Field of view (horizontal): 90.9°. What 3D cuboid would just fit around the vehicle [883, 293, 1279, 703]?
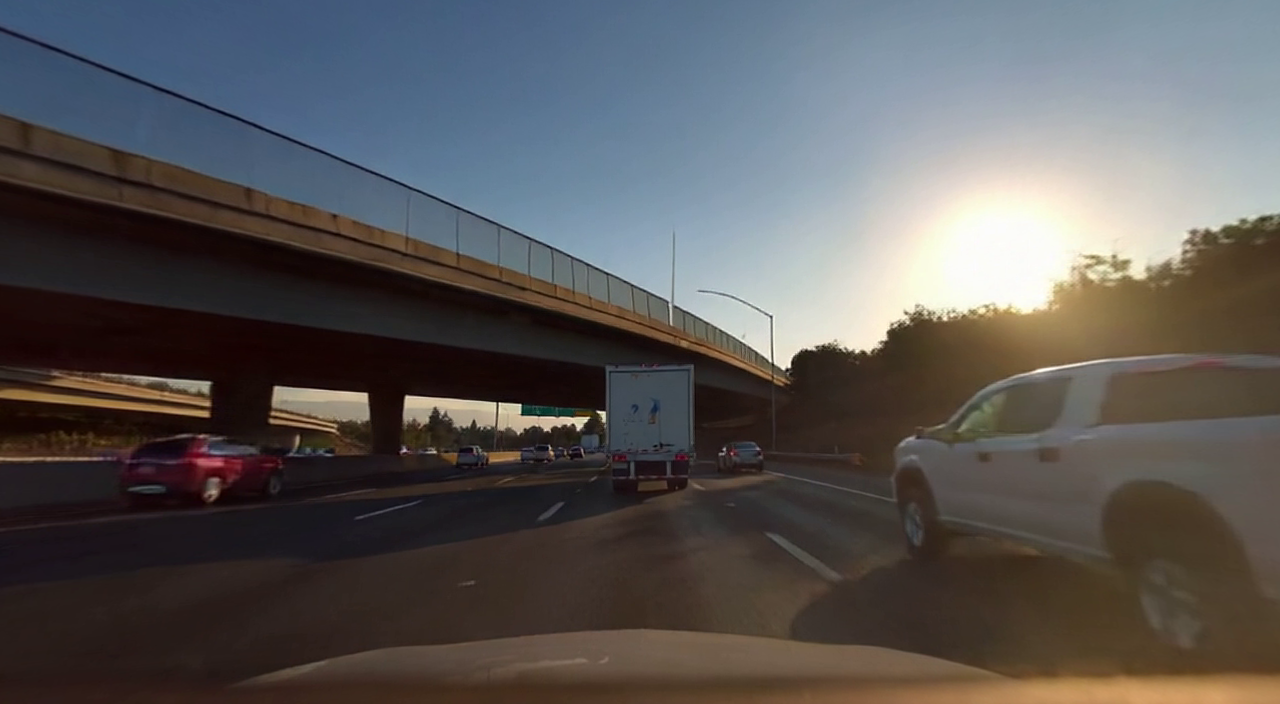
[{"bbox_3d":[4.017,1.026,4.913,2.174,1.968,5.016,0,-9,0],"label":"vehicle"}]

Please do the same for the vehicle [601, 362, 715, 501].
[{"bbox_3d":[0.236,2.845,21.734,2.916,3.584,10.841,0,-9,-2],"label":"vehicle"}]

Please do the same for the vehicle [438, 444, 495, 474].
[{"bbox_3d":[-11.029,6.816,40.534,2.217,1.797,5.226,0,-9,-1],"label":"vehicle"}]

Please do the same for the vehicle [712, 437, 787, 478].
[{"bbox_3d":[4.427,4.358,26.328,2.108,1.508,4.744,0,-9,-2],"label":"vehicle"}]

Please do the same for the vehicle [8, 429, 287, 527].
[{"bbox_3d":[-10.412,2.679,14.080,2.119,1.747,5.121,0,-9,-1],"label":"vehicle"}]
